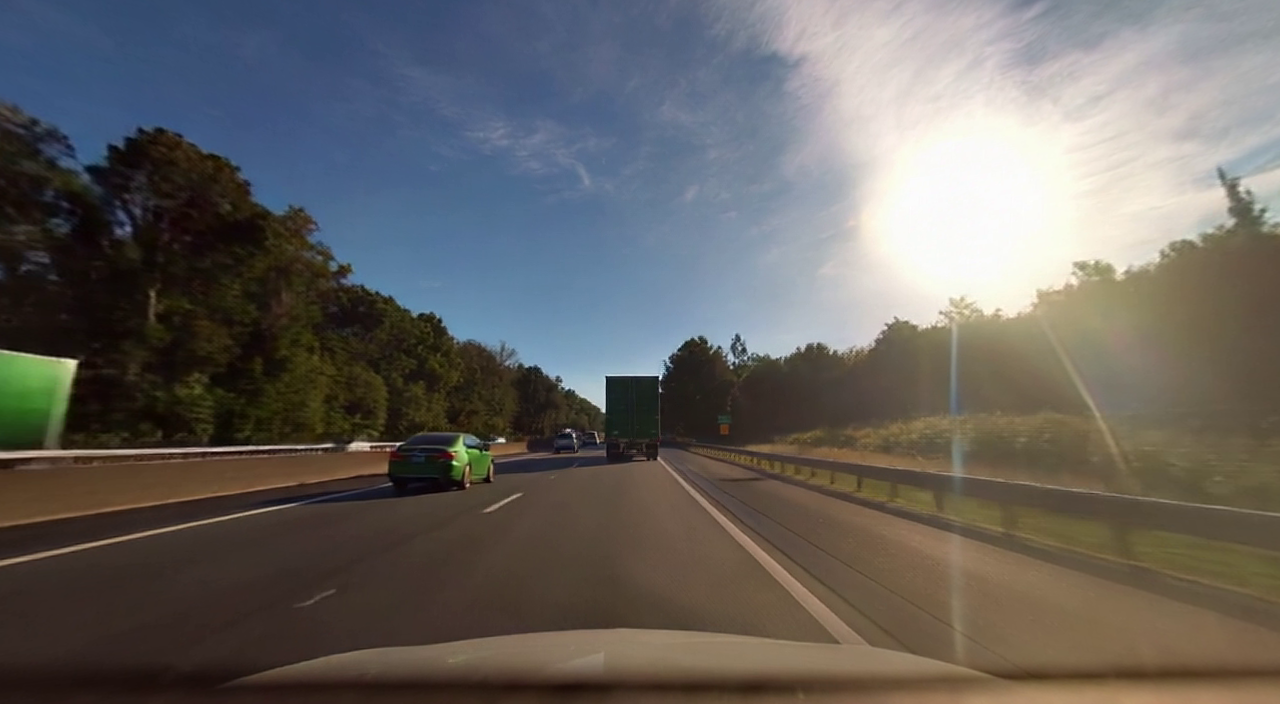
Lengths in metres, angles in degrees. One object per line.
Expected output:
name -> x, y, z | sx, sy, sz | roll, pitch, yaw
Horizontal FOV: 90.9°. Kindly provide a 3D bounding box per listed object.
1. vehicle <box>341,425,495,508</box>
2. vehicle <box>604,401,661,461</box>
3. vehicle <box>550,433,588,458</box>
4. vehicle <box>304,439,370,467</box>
vehicle -> -4.572, 2.398, 13.658 | 1.909, 1.520, 3.897 | 0, -8, 0
vehicle -> -0.322, 3.354, 26.674 | 2.319, 2.461, 1.270 | 0, -8, 0
vehicle -> -5.049, 6.688, 45.299 | 2.138, 1.697, 4.587 | 0, -8, 1
vehicle -> -18.004, 5.984, 37.684 | 1.878, 1.594, 4.150 | 0, -8, 0
